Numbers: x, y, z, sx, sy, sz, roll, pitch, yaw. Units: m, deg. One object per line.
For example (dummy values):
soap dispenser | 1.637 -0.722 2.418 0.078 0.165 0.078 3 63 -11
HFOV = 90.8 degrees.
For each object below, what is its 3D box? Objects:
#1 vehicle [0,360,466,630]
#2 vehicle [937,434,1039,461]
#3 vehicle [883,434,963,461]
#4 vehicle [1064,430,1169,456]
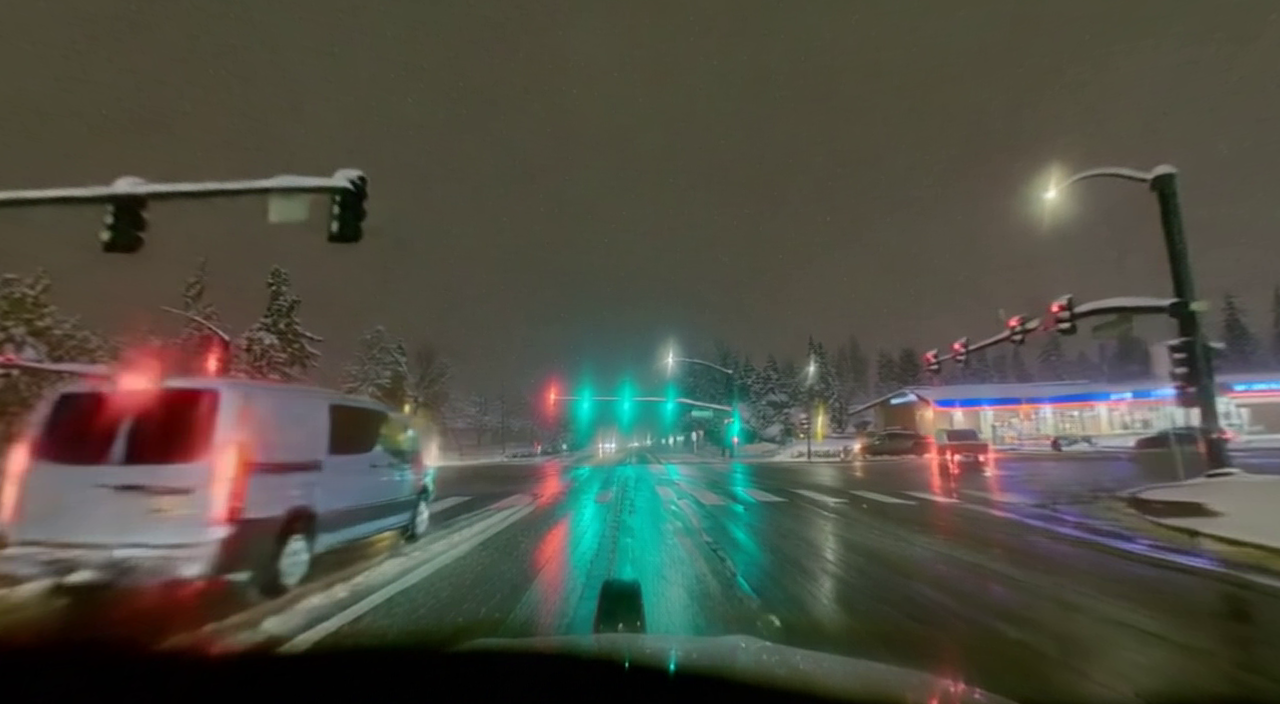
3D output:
vehicle | -3.851 1.437 7.383 2.206 2.007 5.190 0 -8 -1
vehicle | 19.725 5.442 35.939 4.615 1.474 2.004 0 -8 0
vehicle | 18.900 6.378 42.257 4.364 1.737 1.967 0 -8 -1
vehicle | 28.973 5.537 38.507 4.768 1.525 1.919 0 -8 0
